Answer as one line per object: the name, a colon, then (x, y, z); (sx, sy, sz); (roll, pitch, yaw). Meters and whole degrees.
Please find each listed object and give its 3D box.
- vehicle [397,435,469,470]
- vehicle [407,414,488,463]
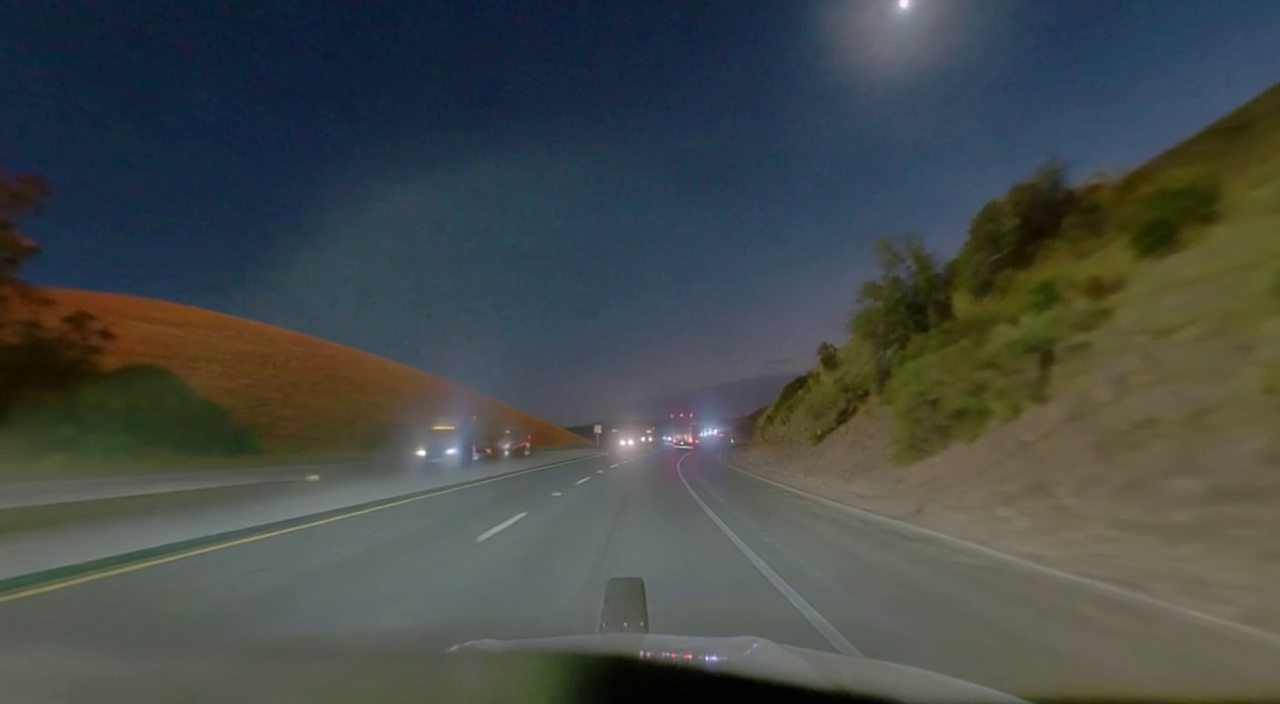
vehicle: (-10.515, 5.147, 32.366); (2.032, 1.636, 4.413); (0, -9, 3)
vehicle: (-13.917, 6.440, 46.522); (2.932, 3.214, 9.129); (0, -9, 1)
